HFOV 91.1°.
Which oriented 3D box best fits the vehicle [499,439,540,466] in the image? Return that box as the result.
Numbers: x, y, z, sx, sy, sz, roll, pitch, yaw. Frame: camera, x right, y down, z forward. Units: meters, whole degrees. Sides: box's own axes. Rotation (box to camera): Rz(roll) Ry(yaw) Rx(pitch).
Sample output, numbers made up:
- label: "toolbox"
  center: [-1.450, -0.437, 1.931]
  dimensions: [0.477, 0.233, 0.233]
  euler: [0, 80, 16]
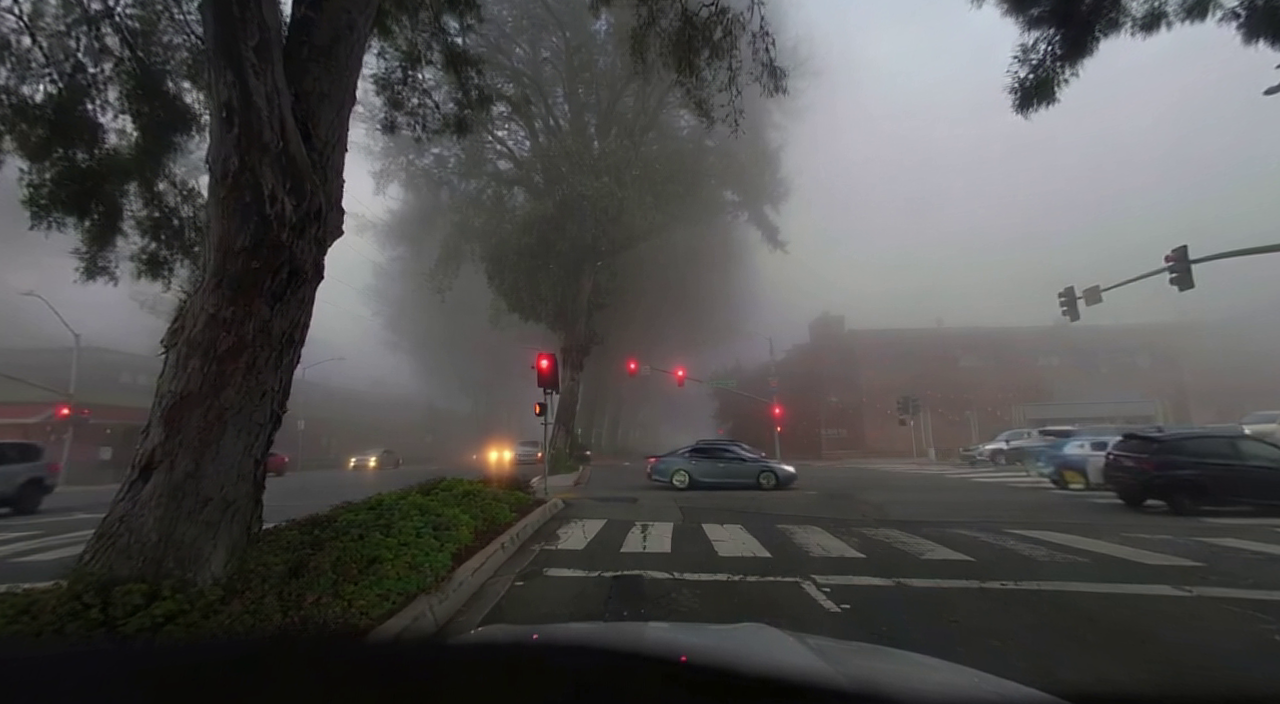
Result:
- label: "vehicle"
  center: [-8.462, 7.100, 44.562]
  dimensions: [2.276, 1.842, 4.958]
  euler: [1, -8, -4]

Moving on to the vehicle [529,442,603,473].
- label: "vehicle"
  center: [-4.128, 5.722, 34.317]
  dimensions: [2.006, 1.515, 5.017]
  euler: [5, -10, -31]

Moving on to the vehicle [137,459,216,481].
- label: "vehicle"
  center: [-31.095, 7.900, 42.187]
  dimensions: [1.648, 1.330, 3.857]
  euler: [-4, -10, 28]

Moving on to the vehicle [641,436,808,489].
- label: "vehicle"
  center: [2.582, 3.372, 19.456]
  dimensions: [4.719, 1.449, 2.026]
  euler: [-4, -9, 27]

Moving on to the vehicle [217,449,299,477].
- label: "vehicle"
  center: [-21.730, 6.325, 35.951]
  dimensions: [1.853, 1.456, 4.531]
  euler: [0, -8, 0]

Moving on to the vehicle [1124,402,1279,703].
- label: "vehicle"
  center: [3.097, 0.656, 0.422]
  dimensions: [1.990, 1.454, 4.490]
  euler: [0, -8, 1]

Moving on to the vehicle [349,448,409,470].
- label: "vehicle"
  center: [-18.446, 7.555, 44.564]
  dimensions: [2.203, 1.471, 4.723]
  euler: [0, -8, 0]
